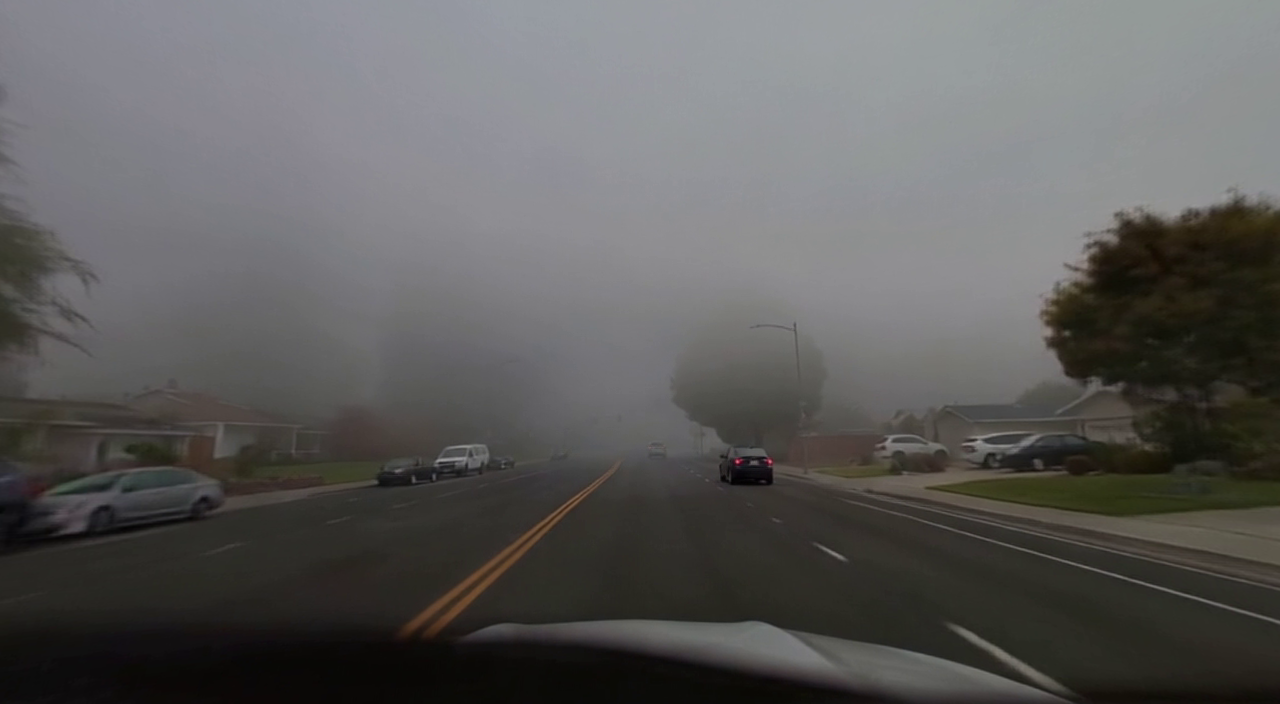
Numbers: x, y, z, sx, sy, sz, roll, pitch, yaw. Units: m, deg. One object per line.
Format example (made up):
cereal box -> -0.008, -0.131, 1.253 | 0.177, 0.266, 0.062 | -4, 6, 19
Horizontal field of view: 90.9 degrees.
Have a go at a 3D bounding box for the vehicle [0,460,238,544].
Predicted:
vehicle -> -10.980, 3.131, 13.731 | 1.784, 1.412, 4.093 | 0, -9, -1

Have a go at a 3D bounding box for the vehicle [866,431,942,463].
vehicle -> 15.303, 5.550, 36.856 | 2.129, 1.699, 4.906 | 0, -9, -3

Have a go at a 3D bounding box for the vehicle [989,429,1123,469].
vehicle -> 17.218, 4.018, 26.248 | 4.065, 1.557, 2.107 | 0, -9, 0

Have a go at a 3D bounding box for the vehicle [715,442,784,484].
vehicle -> 4.260, 4.396, 25.292 | 1.956, 1.492, 4.425 | 0, -9, 0

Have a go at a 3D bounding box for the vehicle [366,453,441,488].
vehicle -> -10.953, 5.492, 29.553 | 1.829, 1.441, 4.355 | 0, -9, 0

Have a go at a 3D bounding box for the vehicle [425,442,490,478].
vehicle -> -10.991, 6.536, 38.500 | 2.180, 1.953, 5.787 | -1, -9, 1
